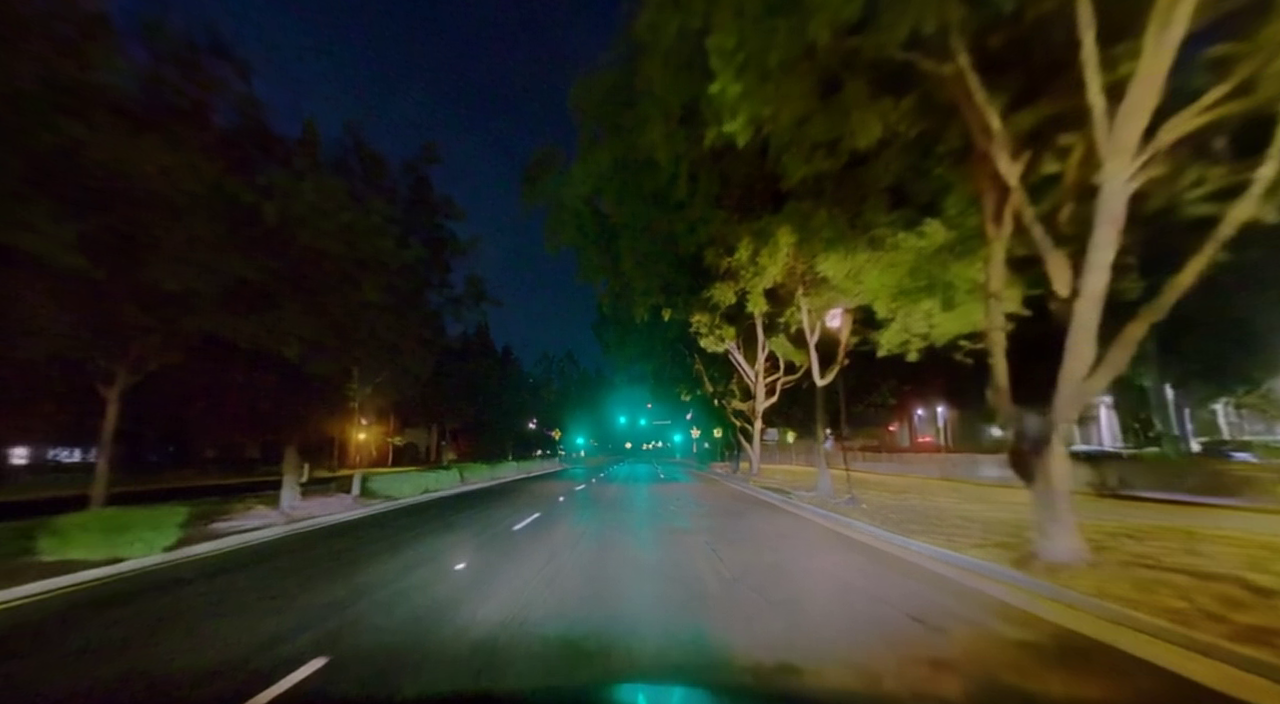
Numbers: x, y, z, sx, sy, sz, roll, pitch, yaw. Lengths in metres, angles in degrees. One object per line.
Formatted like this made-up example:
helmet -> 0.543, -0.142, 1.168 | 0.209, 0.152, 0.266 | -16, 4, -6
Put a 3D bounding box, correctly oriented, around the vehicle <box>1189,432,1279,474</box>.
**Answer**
vehicle -> 23.292, 3.778, 23.797 | 1.732, 1.447, 3.563 | 1, -8, -1
